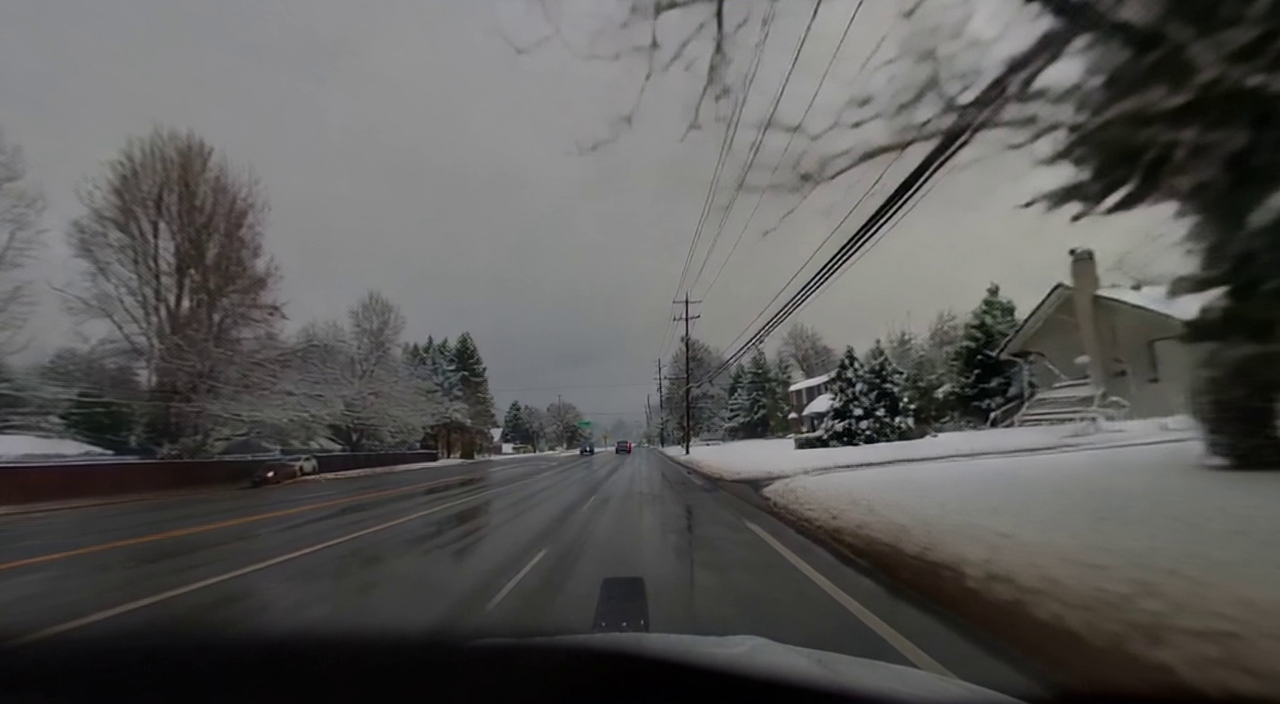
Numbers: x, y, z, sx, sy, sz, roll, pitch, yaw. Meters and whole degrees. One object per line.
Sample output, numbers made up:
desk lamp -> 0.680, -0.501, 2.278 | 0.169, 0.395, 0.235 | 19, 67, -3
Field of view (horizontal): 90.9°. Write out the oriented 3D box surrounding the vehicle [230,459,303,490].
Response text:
vehicle -> -21.012, 6.905, 35.696 | 1.854, 1.504, 4.436 | 1, -8, -7

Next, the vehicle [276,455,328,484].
vehicle -> -22.182, 7.667, 41.538 | 1.891, 1.703, 4.976 | 2, -9, -16
